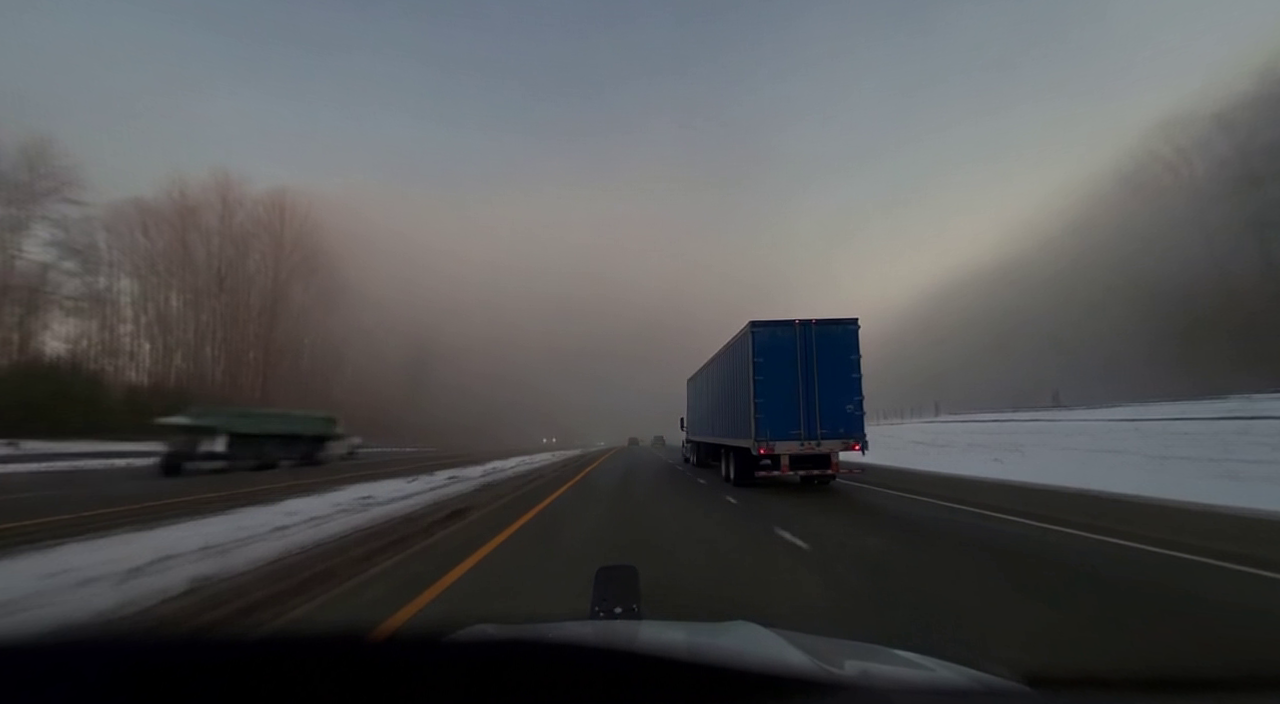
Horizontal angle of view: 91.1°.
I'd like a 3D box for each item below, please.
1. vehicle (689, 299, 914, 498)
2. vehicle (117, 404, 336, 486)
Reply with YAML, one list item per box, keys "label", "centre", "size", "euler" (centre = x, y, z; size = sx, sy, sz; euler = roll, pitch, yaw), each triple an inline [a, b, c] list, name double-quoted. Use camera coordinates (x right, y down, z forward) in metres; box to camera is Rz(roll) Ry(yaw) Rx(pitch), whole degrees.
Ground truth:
- label: "vehicle"
  centre: [4.070, 2.121, 21.990]
  size: [3.203, 4.273, 17.131]
  euler: [0, -8, -1]
- label: "vehicle"
  centre: [-8.748, 2.026, 13.886]
  size: [1.918, 1.523, 4.278]
  euler: [0, -8, 0]
